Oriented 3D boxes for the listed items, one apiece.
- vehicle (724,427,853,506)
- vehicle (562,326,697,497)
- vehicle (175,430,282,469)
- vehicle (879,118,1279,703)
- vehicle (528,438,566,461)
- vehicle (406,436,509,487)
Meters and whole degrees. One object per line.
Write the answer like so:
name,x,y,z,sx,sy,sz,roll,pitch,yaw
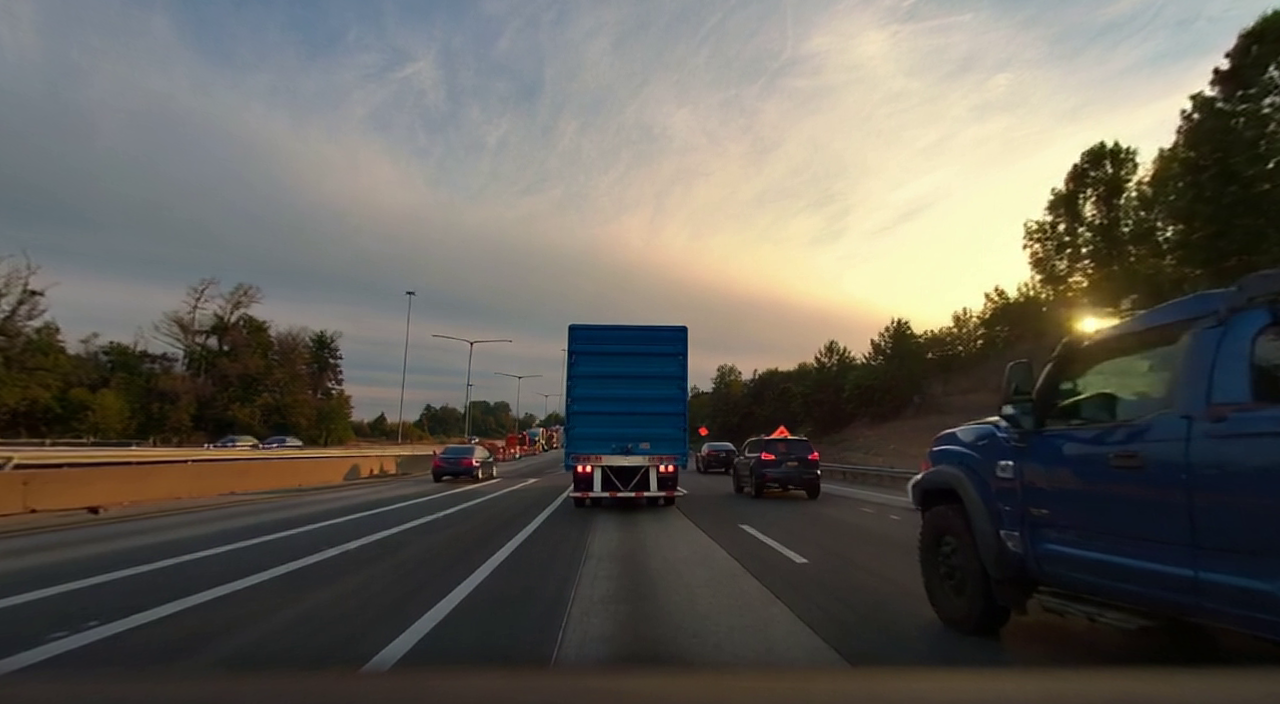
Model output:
vehicle,3.554,2.851,16.020,2.103,1.713,4.173,1,-9,-2
vehicle,-0.423,2.105,19.632,3.067,3.940,10.154,1,-9,-2
vehicle,-21.908,5.167,33.540,4.632,1.852,2.033,0,-8,15
vehicle,3.820,0.246,0.616,2.943,2.634,10.135,1,-9,-2
vehicle,-6.434,6.806,44.022,1.994,1.481,4.660,0,-9,0
vehicle,-5.907,3.591,21.011,2.014,1.477,4.595,0,-9,1
